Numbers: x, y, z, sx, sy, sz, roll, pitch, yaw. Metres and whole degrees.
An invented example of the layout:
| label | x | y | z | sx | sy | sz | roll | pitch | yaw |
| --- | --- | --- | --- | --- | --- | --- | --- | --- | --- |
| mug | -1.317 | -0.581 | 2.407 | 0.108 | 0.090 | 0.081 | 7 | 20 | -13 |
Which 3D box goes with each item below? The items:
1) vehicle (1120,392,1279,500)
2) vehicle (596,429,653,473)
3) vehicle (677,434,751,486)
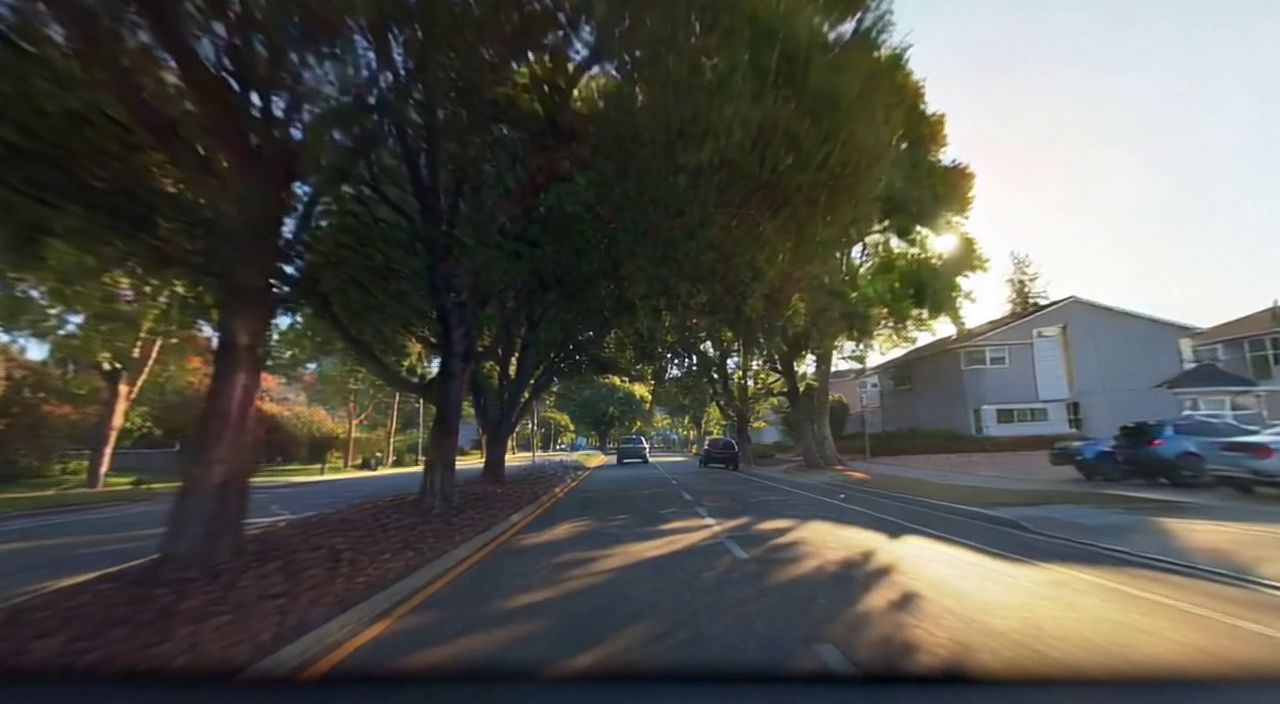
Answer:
| label | x | y | z | sx | sy | sz | roll | pitch | yaw |
| --- | --- | --- | --- | --- | --- | --- | --- | --- | --- |
| vehicle | 11.529 | 1.647 | 11.139 | 2.158 | 1.780 | 4.476 | 8 | -12 | -44 |
| vehicle | -0.720 | 4.657 | 29.834 | 2.488 | 1.881 | 4.814 | 0 | -8 | -1 |
| vehicle | 2.464 | 3.719 | 22.072 | 2.003 | 1.614 | 4.072 | 0 | -8 | -2 |
